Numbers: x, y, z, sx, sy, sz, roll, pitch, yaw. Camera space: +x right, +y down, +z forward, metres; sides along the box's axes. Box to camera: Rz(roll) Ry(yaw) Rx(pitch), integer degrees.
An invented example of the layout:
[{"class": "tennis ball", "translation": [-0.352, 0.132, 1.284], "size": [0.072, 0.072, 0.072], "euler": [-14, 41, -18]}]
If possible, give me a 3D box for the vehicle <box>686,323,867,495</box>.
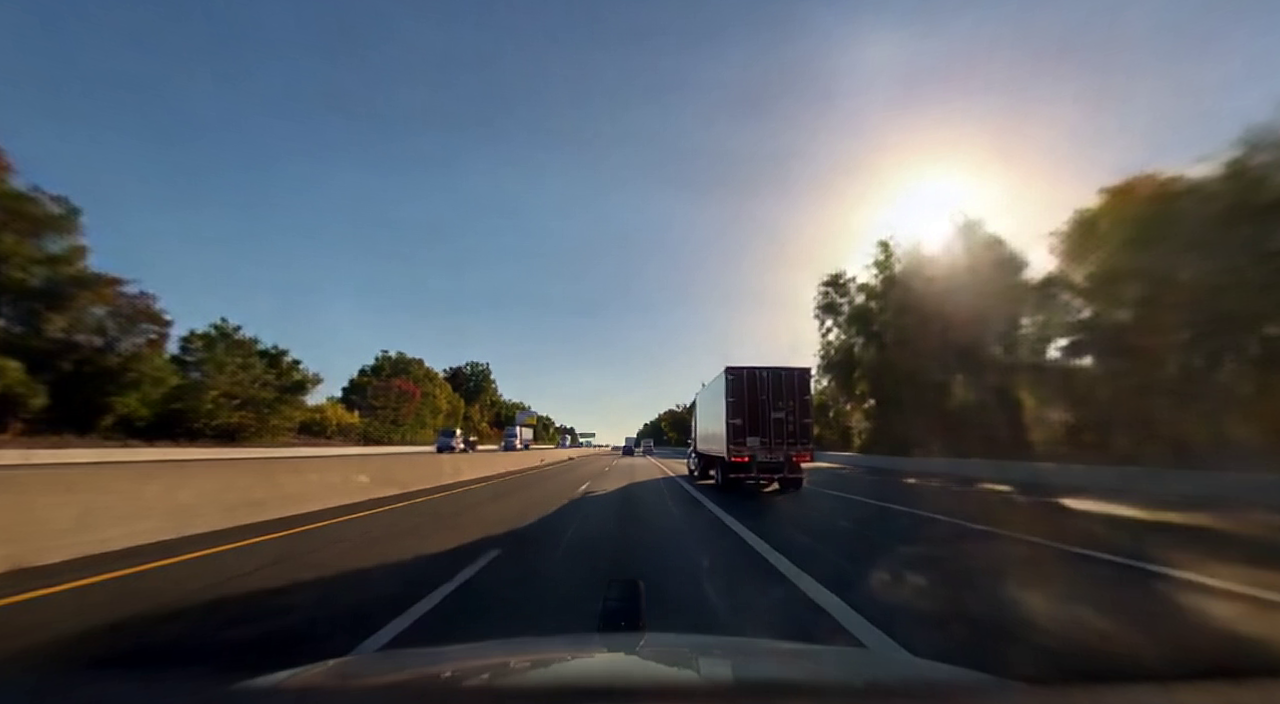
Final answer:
[{"class": "vehicle", "translation": [3.861, 2.422, 22.659], "size": [3.323, 4.262, 14.056], "euler": [0, -9, 0]}]
